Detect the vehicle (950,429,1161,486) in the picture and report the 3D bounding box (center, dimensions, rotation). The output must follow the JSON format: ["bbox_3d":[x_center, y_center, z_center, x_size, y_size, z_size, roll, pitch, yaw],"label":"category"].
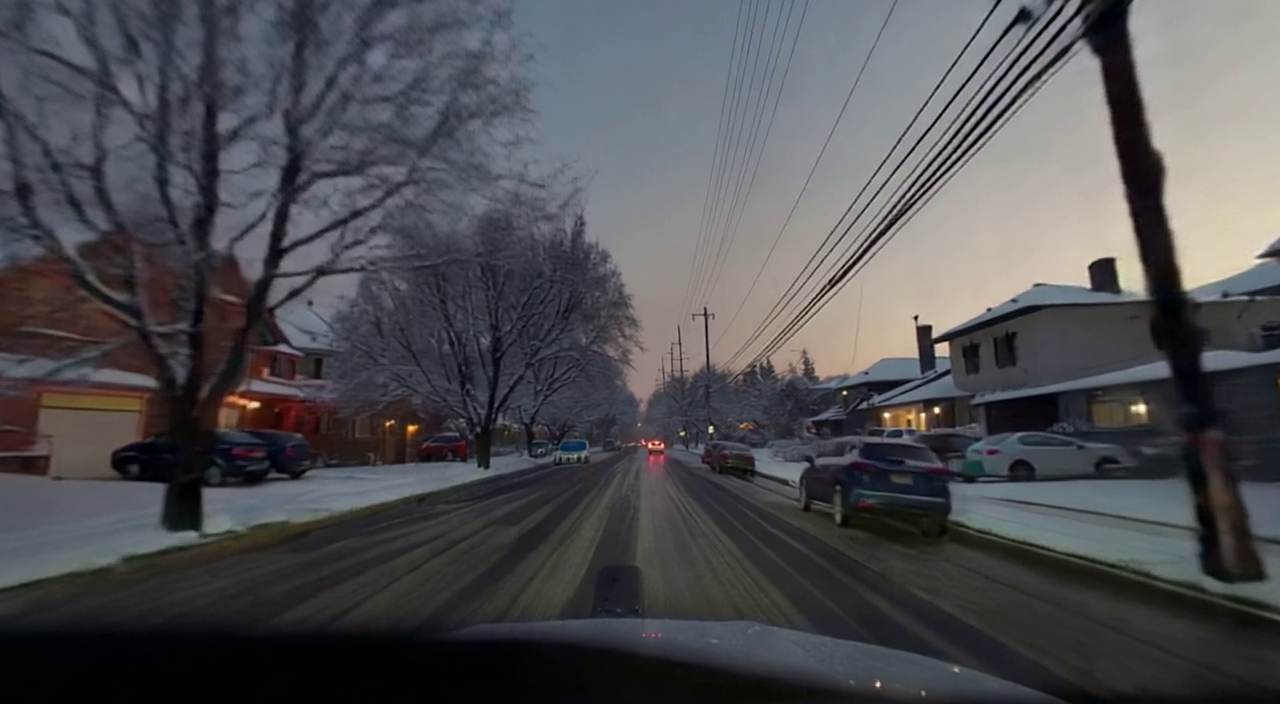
[{"bbox_3d":[12.120,3.117,18.678,4.905,1.570,1.900,0,-10,-2],"label":"vehicle"}]

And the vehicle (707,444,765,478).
[{"bbox_3d":[4.438,5.119,29.969,2.031,1.471,4.328,0,-8,-1],"label":"vehicle"}]

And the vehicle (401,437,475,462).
[{"bbox_3d":[-13.883,6.693,43.393,4.702,1.675,1.984,-4,-9,27],"label":"vehicle"}]

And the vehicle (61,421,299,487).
[{"bbox_3d":[-12.307,2.751,17.179,4.792,1.521,2.077,2,-8,1],"label":"vehicle"}]

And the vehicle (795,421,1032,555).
[{"bbox_3d":[4.225,2.171,10.884,2.066,1.753,4.877,0,-8,3],"label":"vehicle"}]

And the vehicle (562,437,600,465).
[{"bbox_3d":[-4.170,7.065,45.550,2.164,1.810,5.044,1,-7,1],"label":"vehicle"}]
